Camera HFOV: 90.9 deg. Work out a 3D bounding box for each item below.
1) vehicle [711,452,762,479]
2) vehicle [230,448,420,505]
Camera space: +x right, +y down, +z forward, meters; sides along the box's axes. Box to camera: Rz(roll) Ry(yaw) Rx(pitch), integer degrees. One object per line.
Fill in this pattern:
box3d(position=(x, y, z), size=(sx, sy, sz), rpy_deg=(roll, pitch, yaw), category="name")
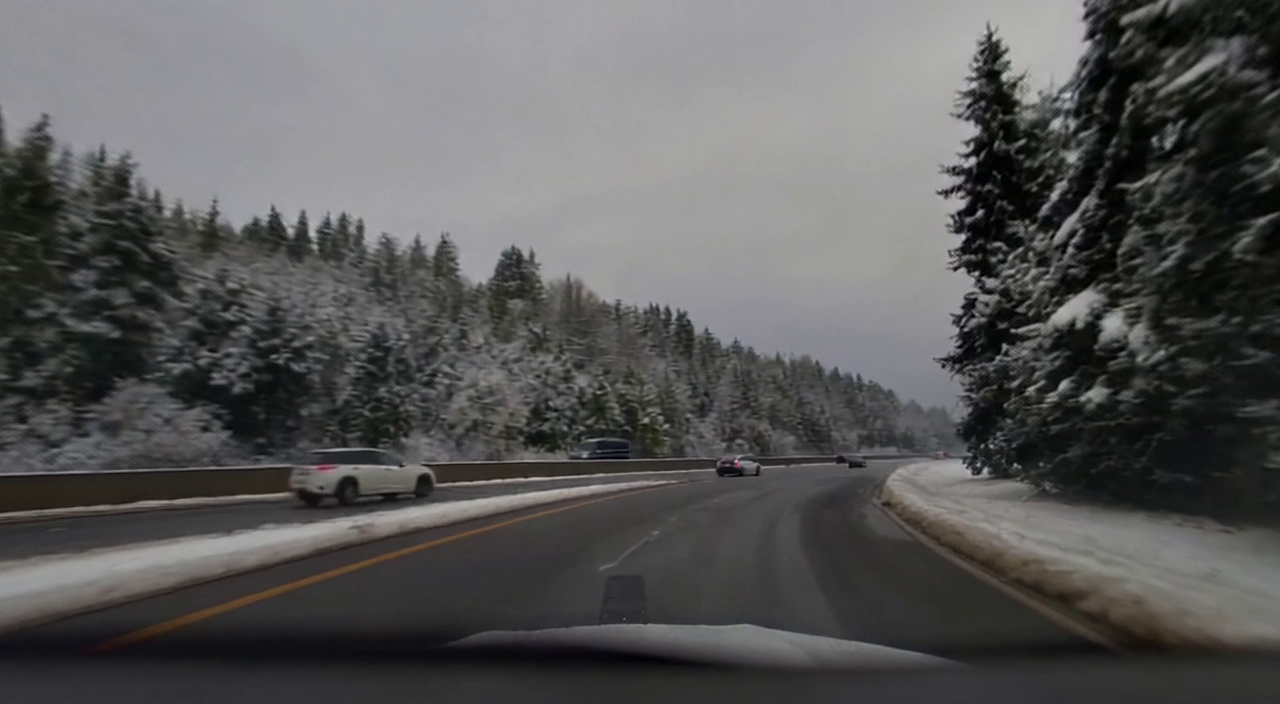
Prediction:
box3d(position=(6.254, 7.258, 40.518), size=(1.769, 1.583, 4.387), rpy_deg=(-5, -10, 29), category="vehicle")
box3d(position=(-9.277, 3.659, 19.073), size=(1.699, 1.461, 4.924), rpy_deg=(-5, -10, 30), category="vehicle")
